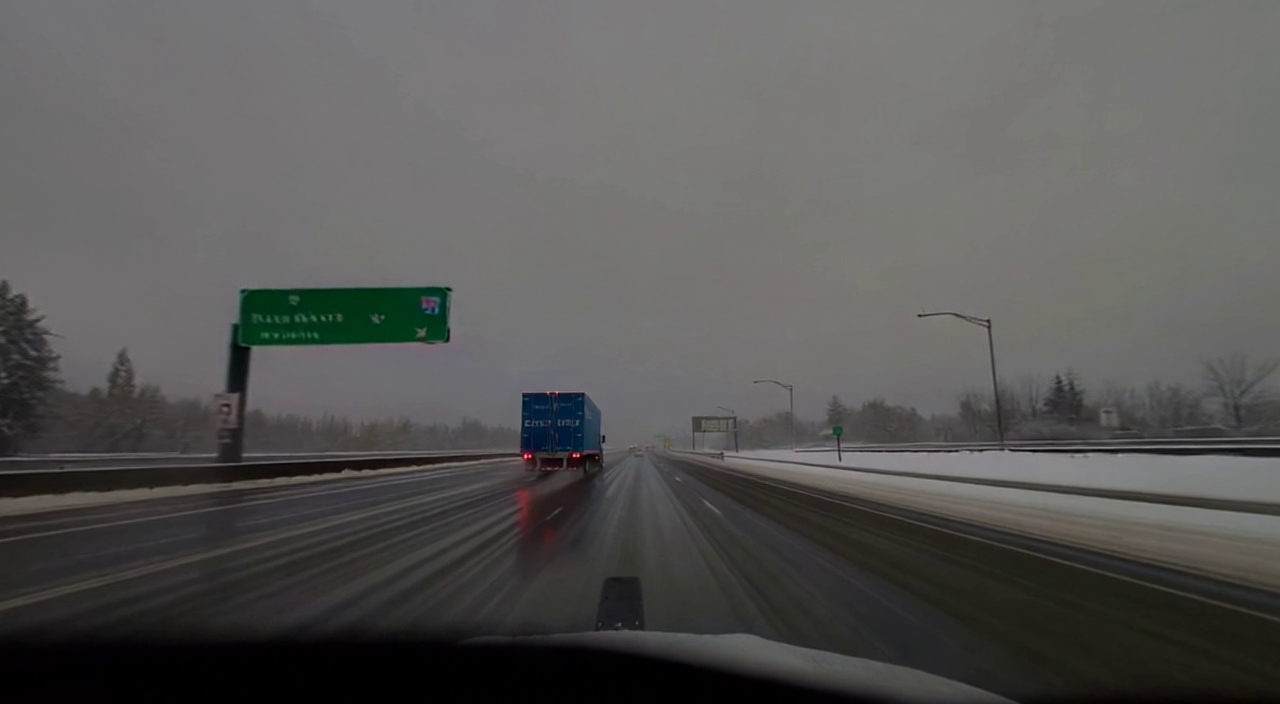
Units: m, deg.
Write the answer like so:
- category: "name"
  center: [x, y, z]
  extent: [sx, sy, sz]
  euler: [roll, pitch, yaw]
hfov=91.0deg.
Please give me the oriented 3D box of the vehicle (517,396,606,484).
- category: "vehicle"
  center: [-3.319, 4.099, 28.966]
  extent: [2.922, 3.458, 8.360]
  euler: [0, -9, 1]
